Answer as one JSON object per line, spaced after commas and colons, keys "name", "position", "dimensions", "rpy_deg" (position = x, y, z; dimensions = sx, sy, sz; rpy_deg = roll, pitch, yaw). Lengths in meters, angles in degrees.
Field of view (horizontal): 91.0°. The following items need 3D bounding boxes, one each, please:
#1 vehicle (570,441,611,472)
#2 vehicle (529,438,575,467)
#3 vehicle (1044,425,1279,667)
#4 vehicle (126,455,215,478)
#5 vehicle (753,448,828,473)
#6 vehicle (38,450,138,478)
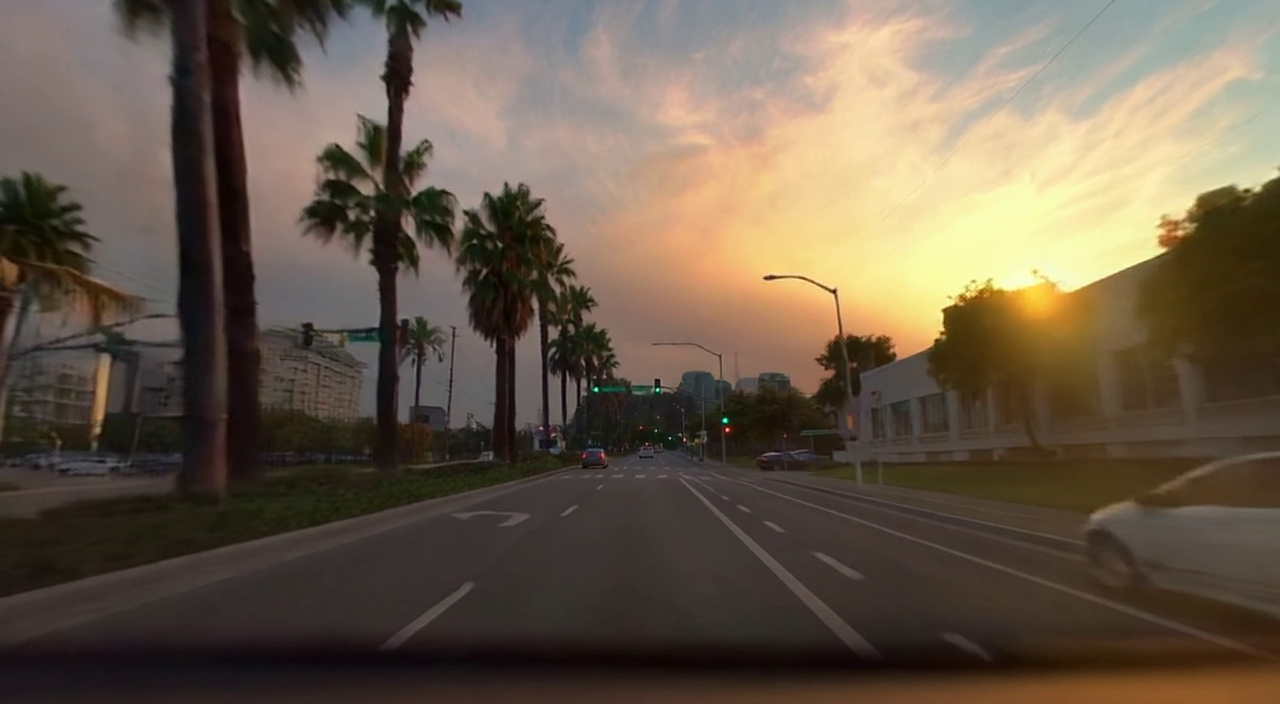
{"name": "vehicle", "position": [-3.080, 6.636, 40.192], "dimensions": [2.116, 1.806, 4.516], "rpy_deg": [0, -9, 2]}
{"name": "vehicle", "position": [-6.513, 7.566, 47.422], "dimensions": [2.457, 2.010, 6.330], "rpy_deg": [0, -9, 1]}
{"name": "vehicle", "position": [5.035, 1.242, 4.077], "dimensions": [1.994, 1.507, 4.173], "rpy_deg": [0, -9, -1]}
{"name": "vehicle", "position": [-34.090, 8.330, 45.817], "dimensions": [4.808, 1.529, 1.979], "rpy_deg": [1, -9, -3]}
{"name": "vehicle", "position": [9.590, 6.944, 40.497], "dimensions": [4.509, 1.520, 1.952], "rpy_deg": [-1, -9, 10]}
{"name": "vehicle", "position": [-39.724, 8.038, 45.422], "dimensions": [5.006, 1.941, 2.056], "rpy_deg": [1, -9, -4]}
